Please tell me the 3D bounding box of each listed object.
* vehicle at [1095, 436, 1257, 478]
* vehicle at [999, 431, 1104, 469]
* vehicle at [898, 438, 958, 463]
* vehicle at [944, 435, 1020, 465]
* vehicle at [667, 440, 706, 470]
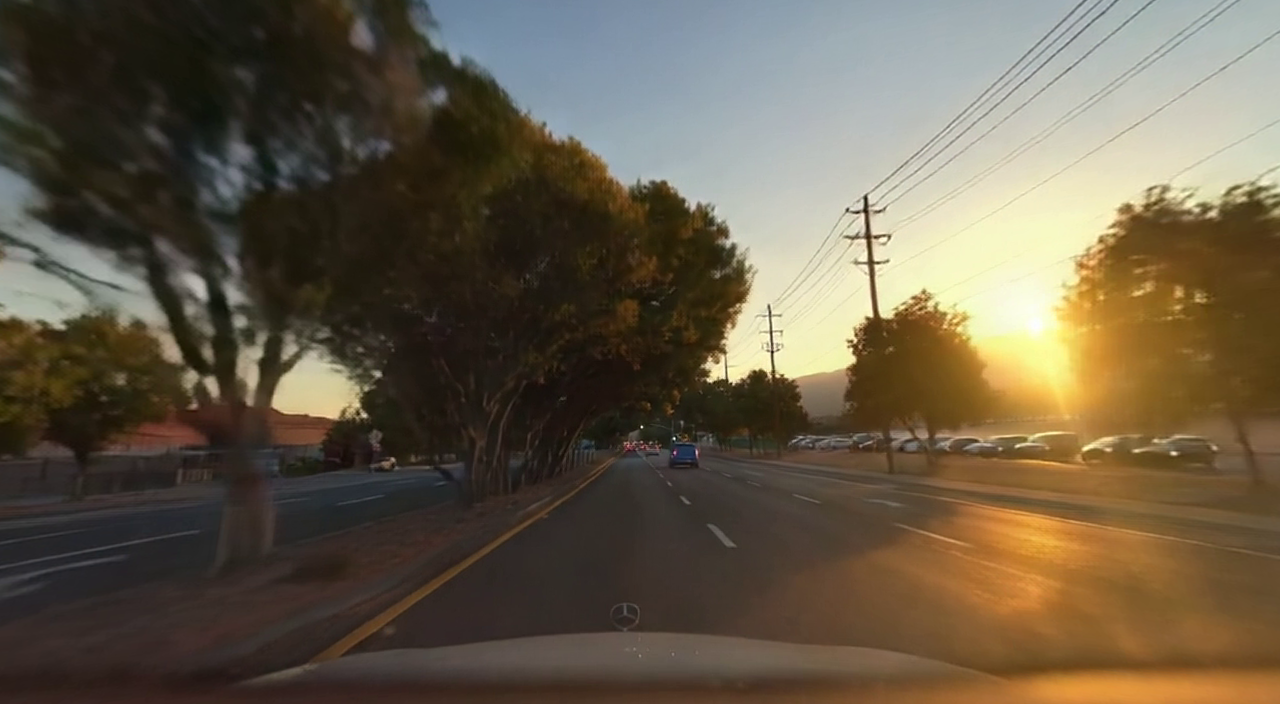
[{"bbox_3d":[20.168,3.955,24.128,1.980,1.423,4.793,0,-9,0],"label":"vehicle"},{"bbox_3d":[20.228,4.830,31.348,1.983,1.730,4.563,0,-9,-2],"label":"vehicle"},{"bbox_3d":[20.000,6.838,44.103,2.021,1.640,4.620,0,-8,0],"label":"vehicle"},{"bbox_3d":[20.205,5.822,37.576,1.896,1.656,4.653,0,-9,-1],"label":"vehicle"},{"bbox_3d":[2.935,6.673,41.205,2.086,1.803,4.607,0,-8,-1],"label":"vehicle"}]
